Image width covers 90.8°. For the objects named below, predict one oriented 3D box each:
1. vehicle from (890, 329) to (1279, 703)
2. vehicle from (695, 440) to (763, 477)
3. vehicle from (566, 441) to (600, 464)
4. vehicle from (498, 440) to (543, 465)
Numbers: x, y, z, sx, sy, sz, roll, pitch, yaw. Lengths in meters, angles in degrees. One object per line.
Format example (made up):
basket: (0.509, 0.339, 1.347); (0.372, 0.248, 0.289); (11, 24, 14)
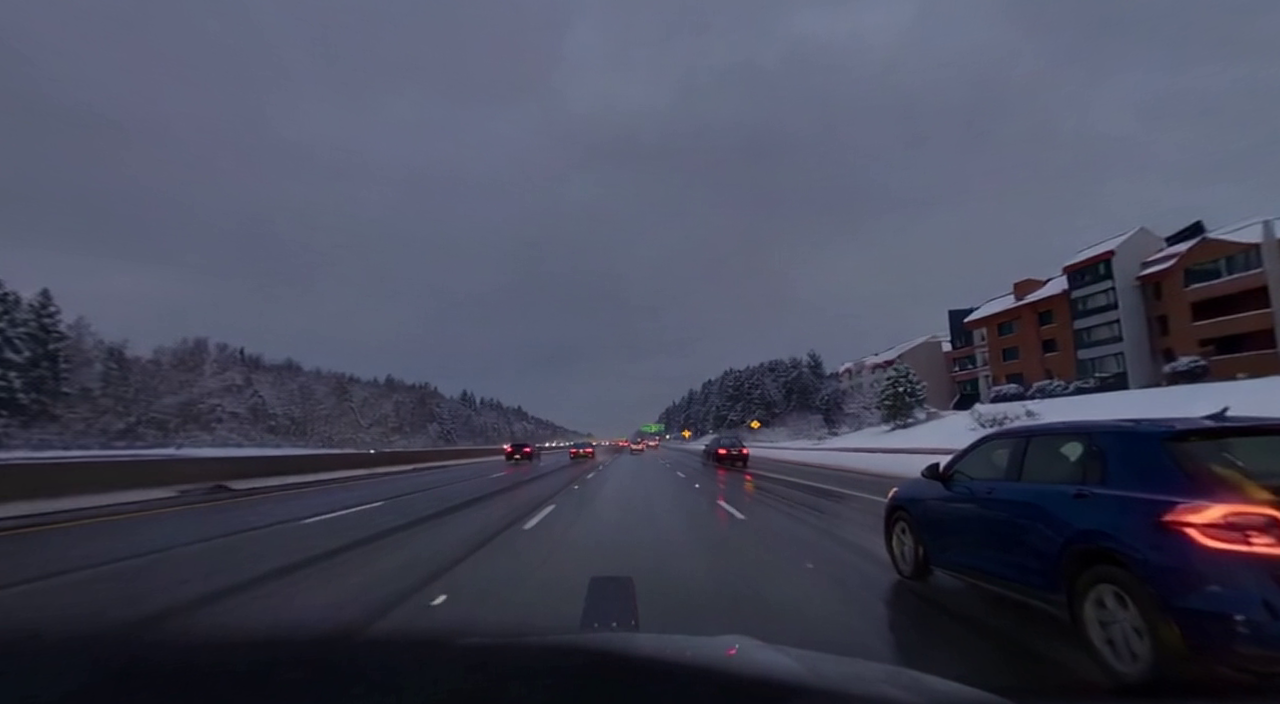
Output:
vehicle: (3.455, 0.975, 3.774); (2.080, 1.694, 4.286); (0, -9, -1)
vehicle: (3.733, 4.564, 27.358); (2.061, 1.459, 4.273); (1, -9, -4)
vehicle: (-3.846, 6.852, 43.247); (2.002, 1.466, 4.378); (0, -9, 0)
vehicle: (-7.673, 6.534, 41.069); (2.021, 1.496, 4.495); (0, -9, 0)
